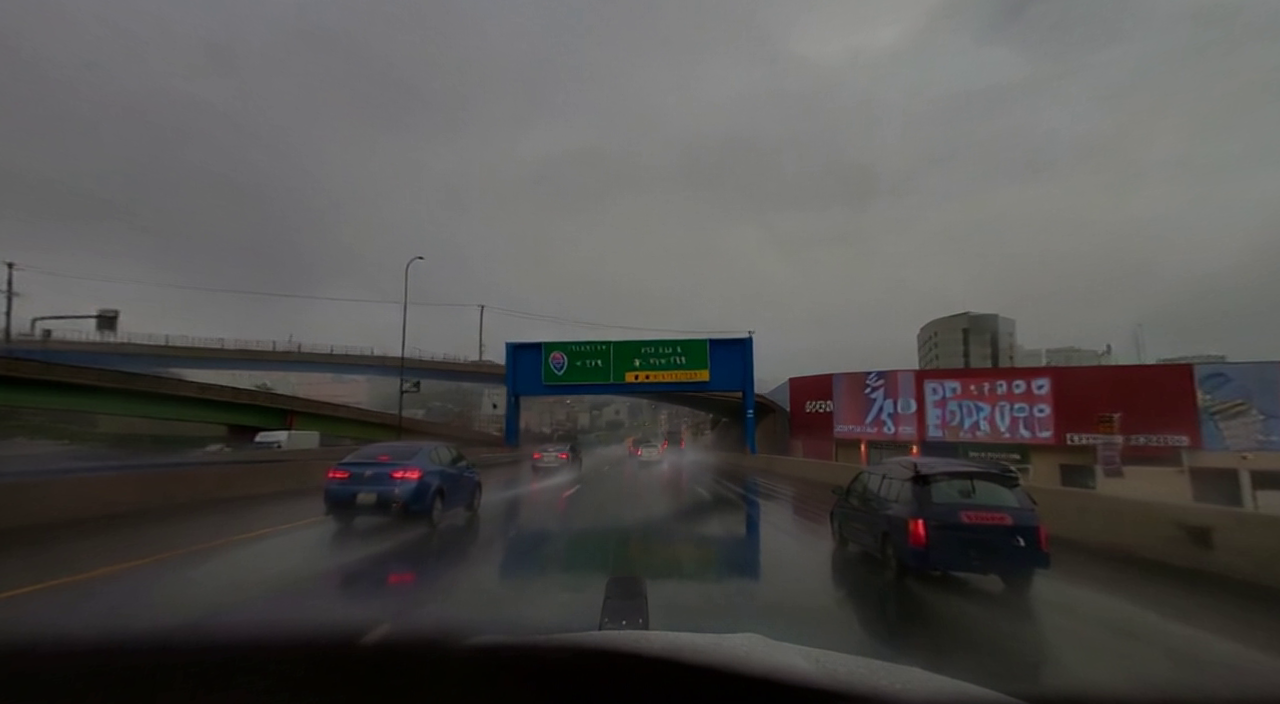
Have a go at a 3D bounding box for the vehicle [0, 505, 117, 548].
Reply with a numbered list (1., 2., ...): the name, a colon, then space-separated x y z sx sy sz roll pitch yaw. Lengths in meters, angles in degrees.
1. vehicle: -27.914 8.335 30.326 2.065 1.542 3.937 0 -9 1

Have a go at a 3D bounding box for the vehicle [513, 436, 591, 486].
1. vehicle: -3.008 3.826 22.521 2.064 1.589 4.213 0 -8 1

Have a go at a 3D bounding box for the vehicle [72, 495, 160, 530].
1. vehicle: -32.057 9.831 38.744 2.057 1.665 3.981 0 -8 -2

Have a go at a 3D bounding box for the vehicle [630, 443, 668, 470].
1. vehicle: 0.450 5.581 33.904 1.877 1.386 3.872 0 -8 0
